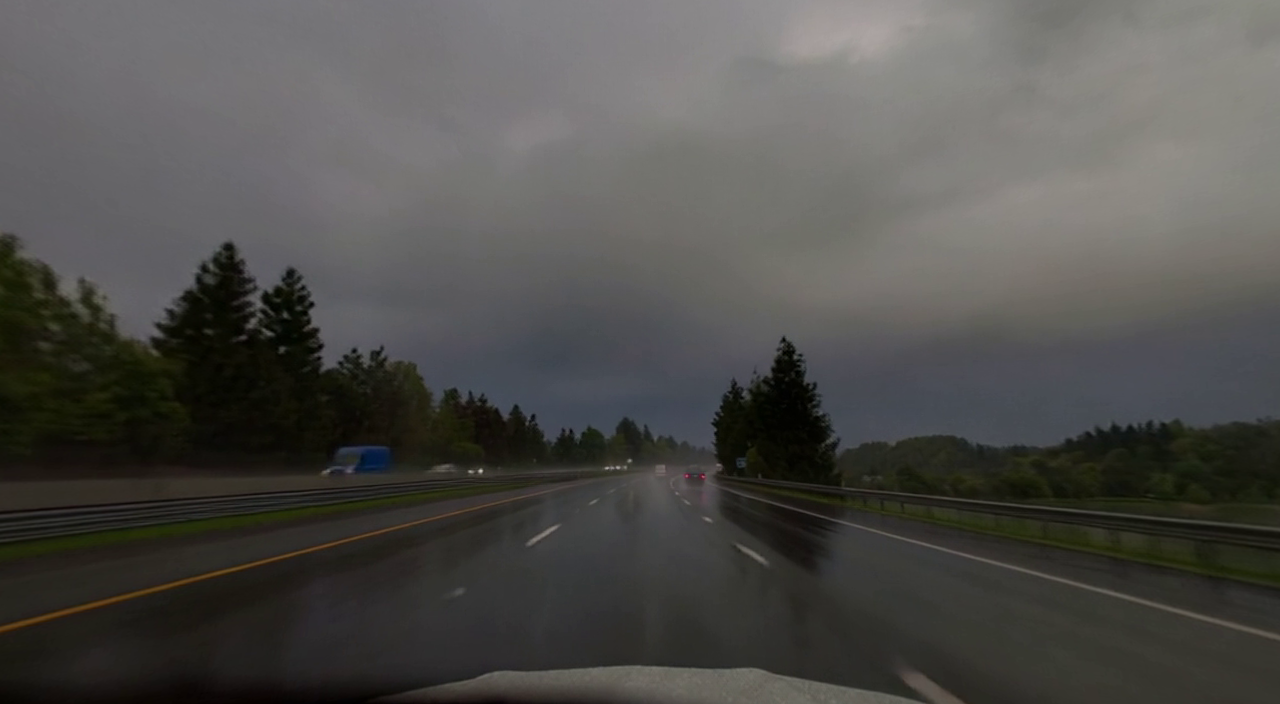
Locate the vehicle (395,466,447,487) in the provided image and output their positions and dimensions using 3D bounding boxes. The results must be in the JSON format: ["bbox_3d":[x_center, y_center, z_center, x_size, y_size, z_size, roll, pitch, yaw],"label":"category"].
[{"bbox_3d":[-15.887,9.024,45.885,2.069,1.437,4.286,0,-10,3],"label":"vehicle"}]

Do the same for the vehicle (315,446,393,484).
[{"bbox_3d":[-20.106,8.041,44.685,2.334,2.489,6.279,0,-11,2],"label":"vehicle"}]
